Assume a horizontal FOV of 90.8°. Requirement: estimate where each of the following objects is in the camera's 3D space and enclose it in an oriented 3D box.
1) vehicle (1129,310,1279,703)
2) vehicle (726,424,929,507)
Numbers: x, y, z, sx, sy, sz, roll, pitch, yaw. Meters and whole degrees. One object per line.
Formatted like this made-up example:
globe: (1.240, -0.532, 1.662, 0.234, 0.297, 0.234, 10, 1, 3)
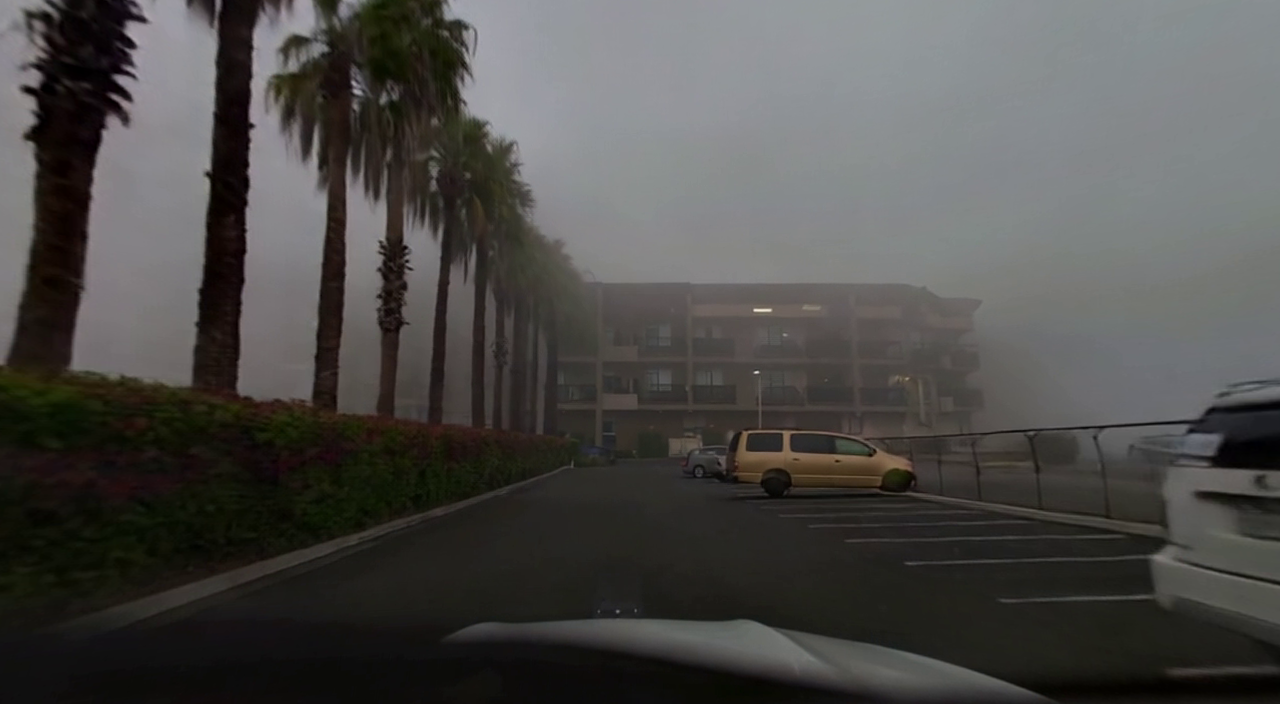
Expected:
vehicle: (5.351, 0.803, 2.745, 4.691, 1.877, 1.959, 2, -9, 4)
vehicle: (4.660, 2.892, 16.205, 4.609, 1.734, 1.909, 3, -9, 0)
